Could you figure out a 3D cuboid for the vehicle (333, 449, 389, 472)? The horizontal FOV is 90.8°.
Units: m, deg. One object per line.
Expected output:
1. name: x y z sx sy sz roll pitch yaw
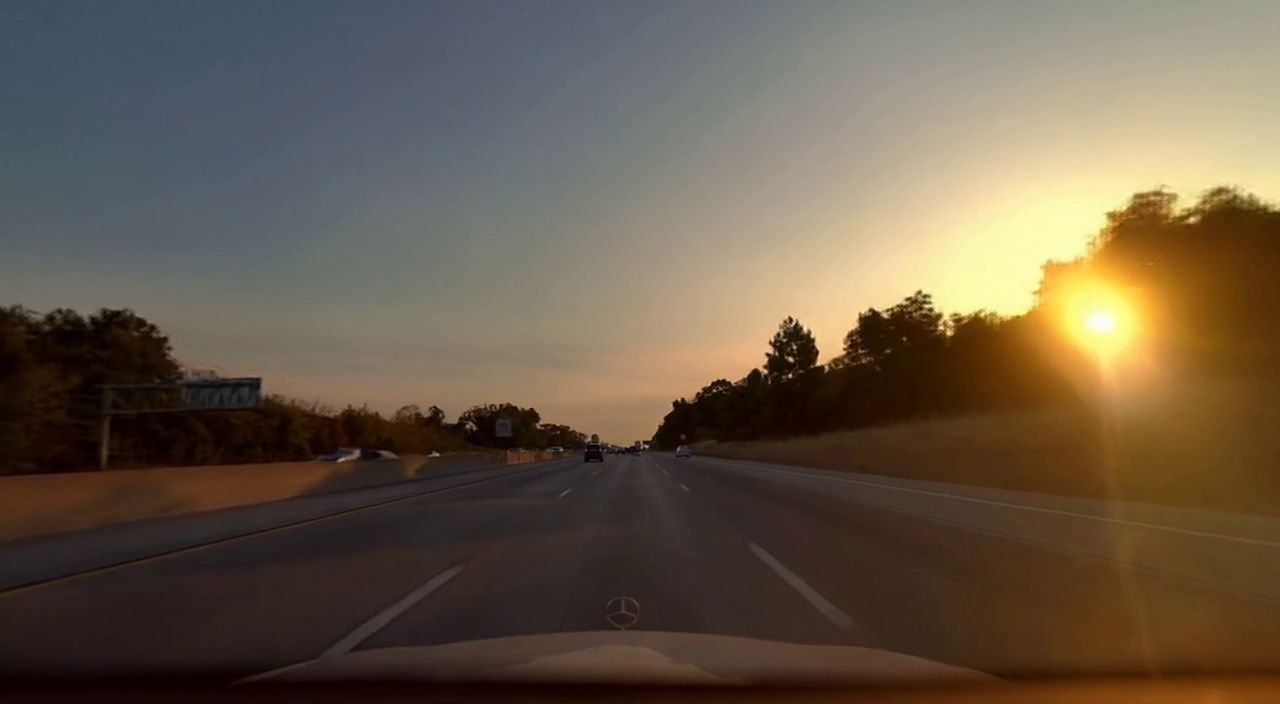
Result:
1. vehicle: -21.518 8.366 48.963 2.095 1.699 4.865 0 -9 0
